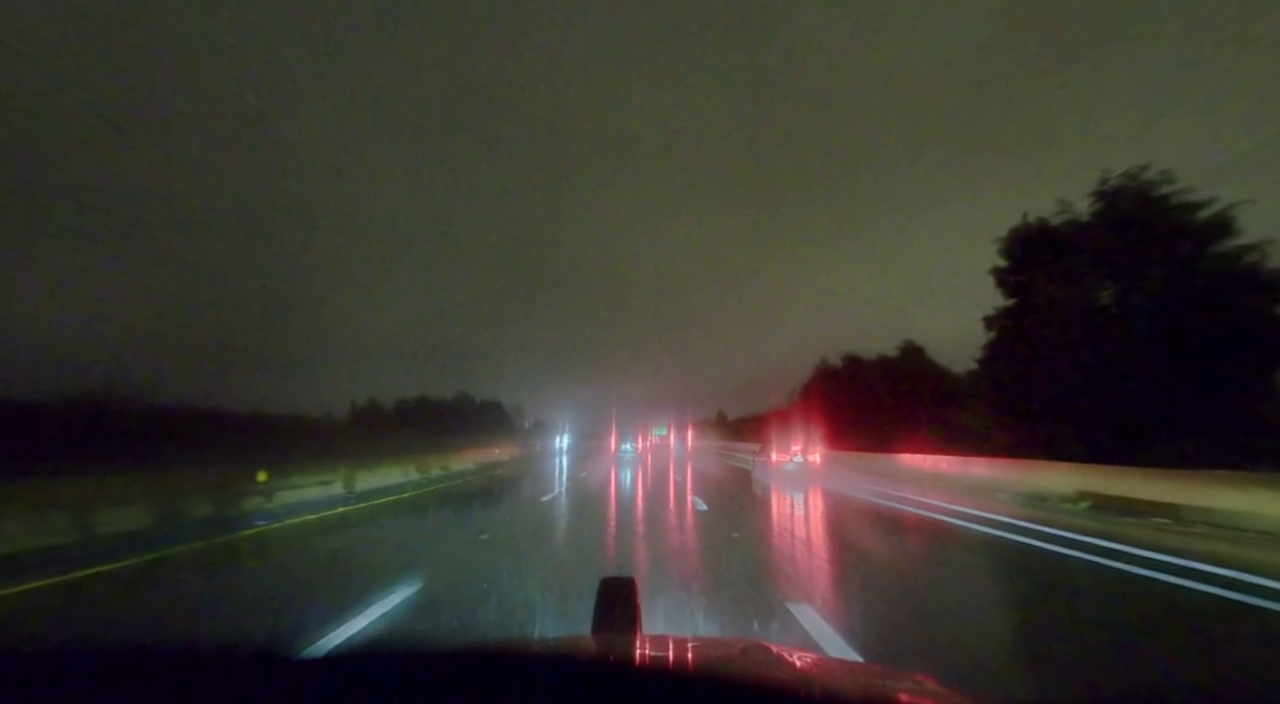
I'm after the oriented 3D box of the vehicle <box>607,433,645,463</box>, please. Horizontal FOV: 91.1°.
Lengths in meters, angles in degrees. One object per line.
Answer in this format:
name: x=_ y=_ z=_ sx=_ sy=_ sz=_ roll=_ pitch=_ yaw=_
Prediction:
vehicle: x=-0.780 y=5.424 z=35.784 sx=2.039 sy=1.589 sz=4.324 roll=0 pitch=-8 yaw=-1
